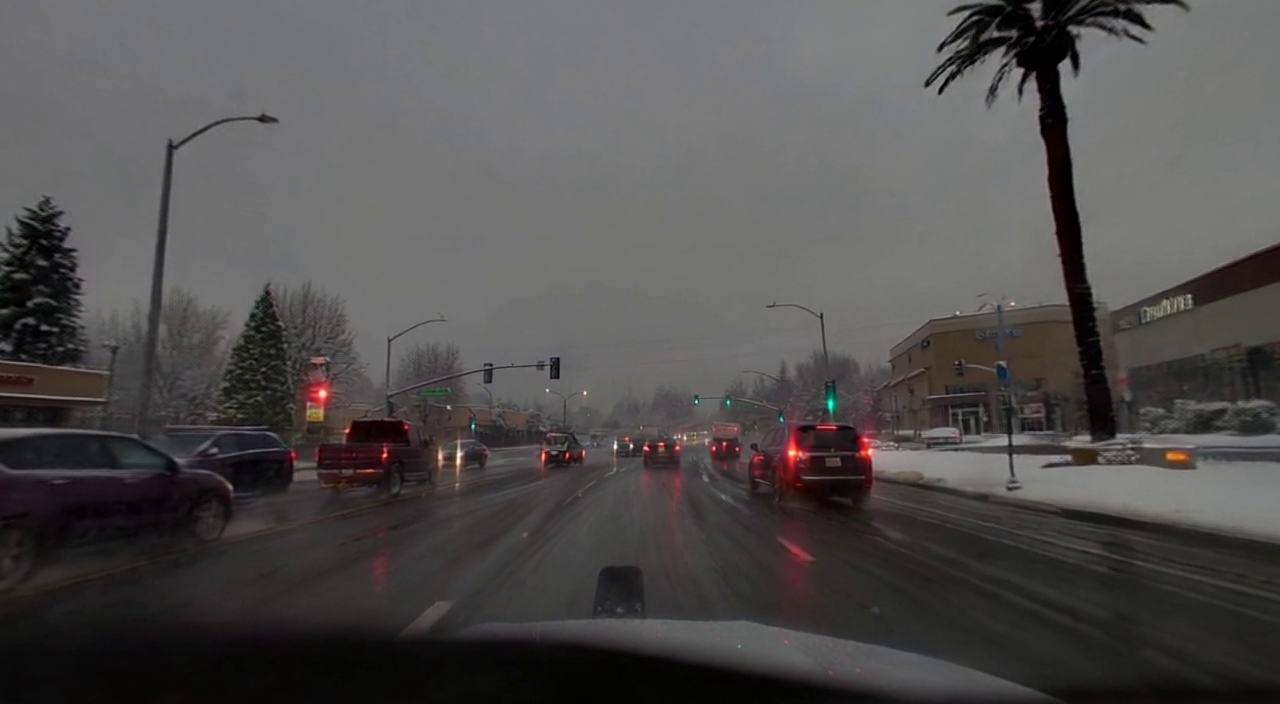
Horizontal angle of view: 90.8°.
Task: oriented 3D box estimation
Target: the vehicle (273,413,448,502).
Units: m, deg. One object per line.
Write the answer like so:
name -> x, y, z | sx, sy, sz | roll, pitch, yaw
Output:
vehicle -> -6.723, 2.608, 15.941 | 2.127, 1.888, 4.637 | -1, -8, 2

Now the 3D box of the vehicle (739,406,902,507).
vehicle -> 3.888, 2.392, 14.789 | 2.267, 1.931, 5.145 | 0, -8, 0

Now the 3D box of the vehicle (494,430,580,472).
vehicle -> -4.570, 4.502, 28.910 | 2.088, 1.746, 4.650 | -3, -9, 16

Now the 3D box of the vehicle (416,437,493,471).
vehicle -> -8.667, 4.800, 29.958 | 2.017, 1.472, 4.418 | -1, -8, 4

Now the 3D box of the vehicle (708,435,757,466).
vehicle -> 4.775, 5.134, 33.073 | 2.149, 1.532, 4.168 | -1, -8, 3

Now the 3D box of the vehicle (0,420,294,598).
vehicle -> -6.329, 1.592, 7.144 | 1.935, 1.483, 4.973 | 0, -8, 1

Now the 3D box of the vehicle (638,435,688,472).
vehicle -> 1.084, 4.530, 28.320 | 2.057, 1.492, 3.825 | -1, -8, 4
